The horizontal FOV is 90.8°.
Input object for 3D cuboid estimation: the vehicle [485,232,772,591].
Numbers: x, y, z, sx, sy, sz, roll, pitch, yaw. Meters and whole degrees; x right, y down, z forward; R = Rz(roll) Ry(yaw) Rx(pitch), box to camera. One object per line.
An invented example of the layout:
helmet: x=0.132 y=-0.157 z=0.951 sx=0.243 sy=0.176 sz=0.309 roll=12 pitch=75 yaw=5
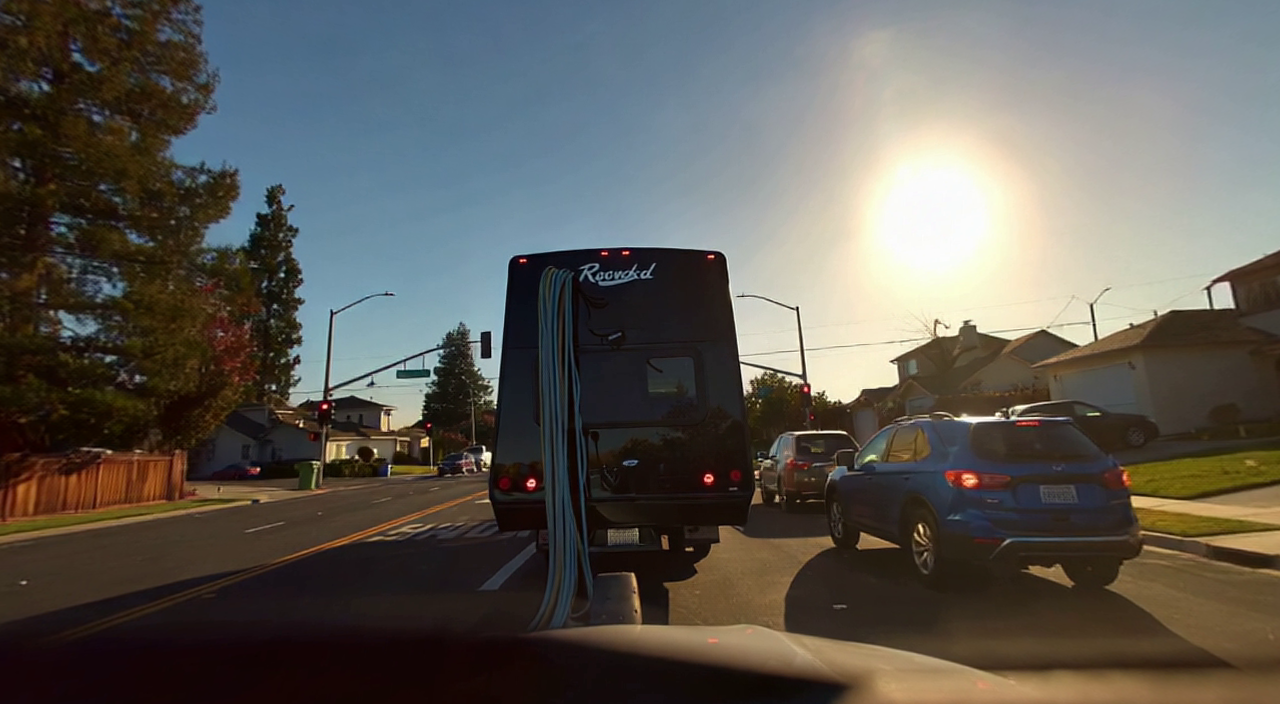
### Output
vehicle: x=-0.110 y=1.123 z=10.275 sx=2.709 sy=3.511 sz=8.213 roll=0 pitch=-9 yaw=0

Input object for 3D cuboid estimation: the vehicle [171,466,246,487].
vehicle: x=-32.695 y=9.406 z=47.960 sx=4.311 sy=1.458 sz=1.707 roll=0 pitch=-9 yaw=-3

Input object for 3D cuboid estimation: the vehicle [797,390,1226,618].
vehicle: x=3.410 y=1.494 z=7.129 sx=2.104 sy=1.735 sz=4.408 roll=0 pitch=-9 yaw=0

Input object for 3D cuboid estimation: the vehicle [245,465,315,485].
vehicle: x=-27.395 y=9.358 z=48.149 sx=4.187 sy=1.445 sz=1.809 roll=0 pitch=-9 yaw=0
